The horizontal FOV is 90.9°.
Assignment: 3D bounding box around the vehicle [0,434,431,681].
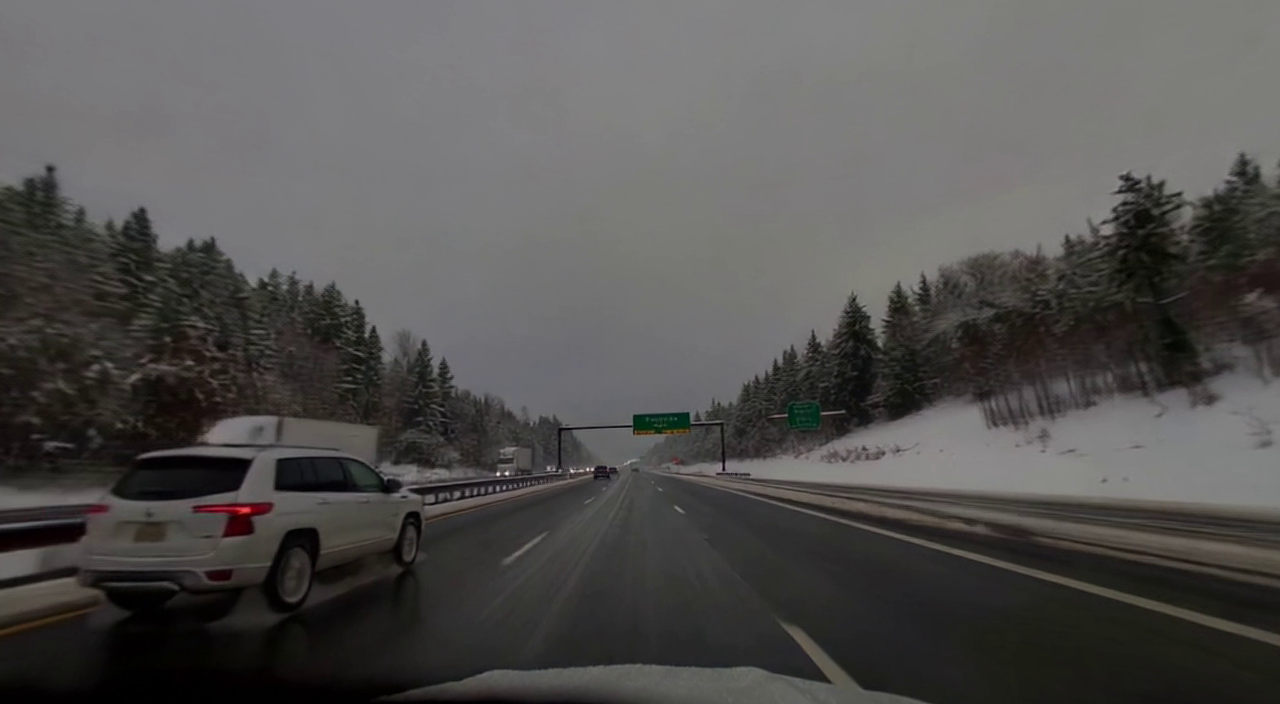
[{"bbox_3d":[-3.796,1.633,6.054,1.998,1.427,4.462,1,-11,0],"label":"vehicle"}]
